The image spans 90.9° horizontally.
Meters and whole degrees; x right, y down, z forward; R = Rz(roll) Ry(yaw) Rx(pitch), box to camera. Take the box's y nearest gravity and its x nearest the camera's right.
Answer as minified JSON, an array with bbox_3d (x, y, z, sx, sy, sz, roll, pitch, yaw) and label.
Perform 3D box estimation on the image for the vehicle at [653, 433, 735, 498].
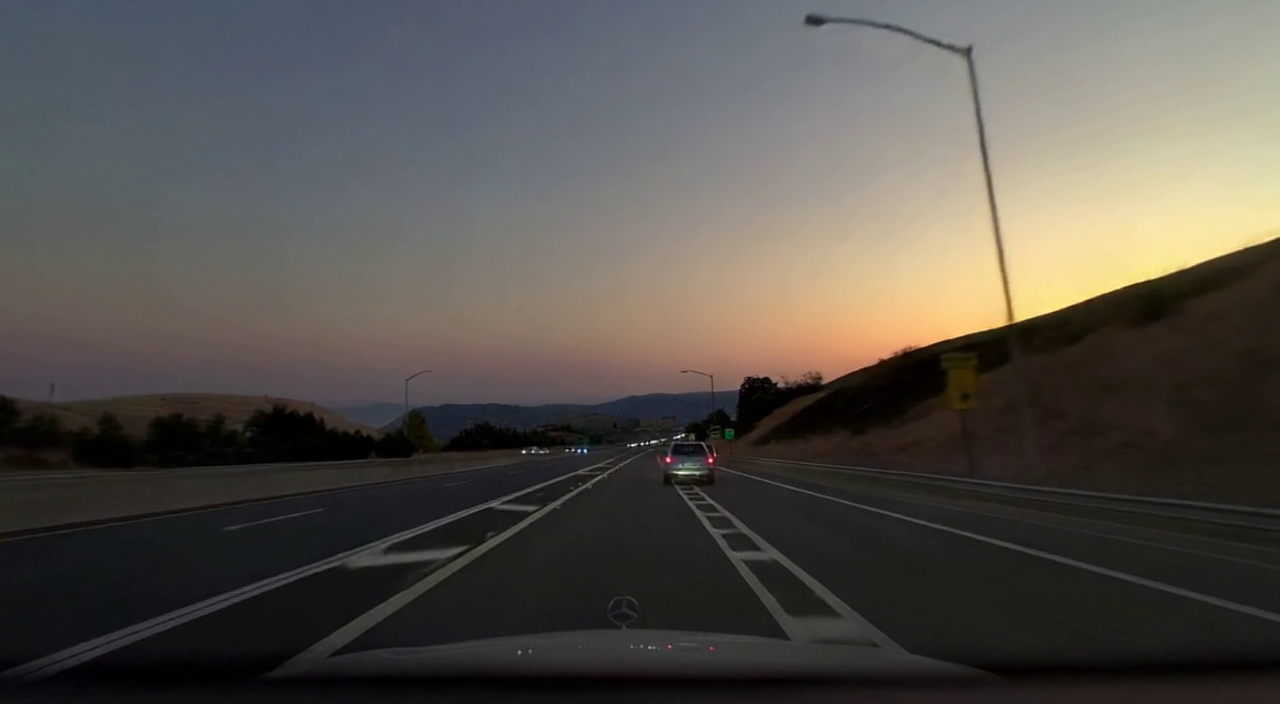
[{"bbox_3d":[1.506,3.352,19.055,2.143,1.693,4.513,-1,-8,2],"label":"vehicle"}]
